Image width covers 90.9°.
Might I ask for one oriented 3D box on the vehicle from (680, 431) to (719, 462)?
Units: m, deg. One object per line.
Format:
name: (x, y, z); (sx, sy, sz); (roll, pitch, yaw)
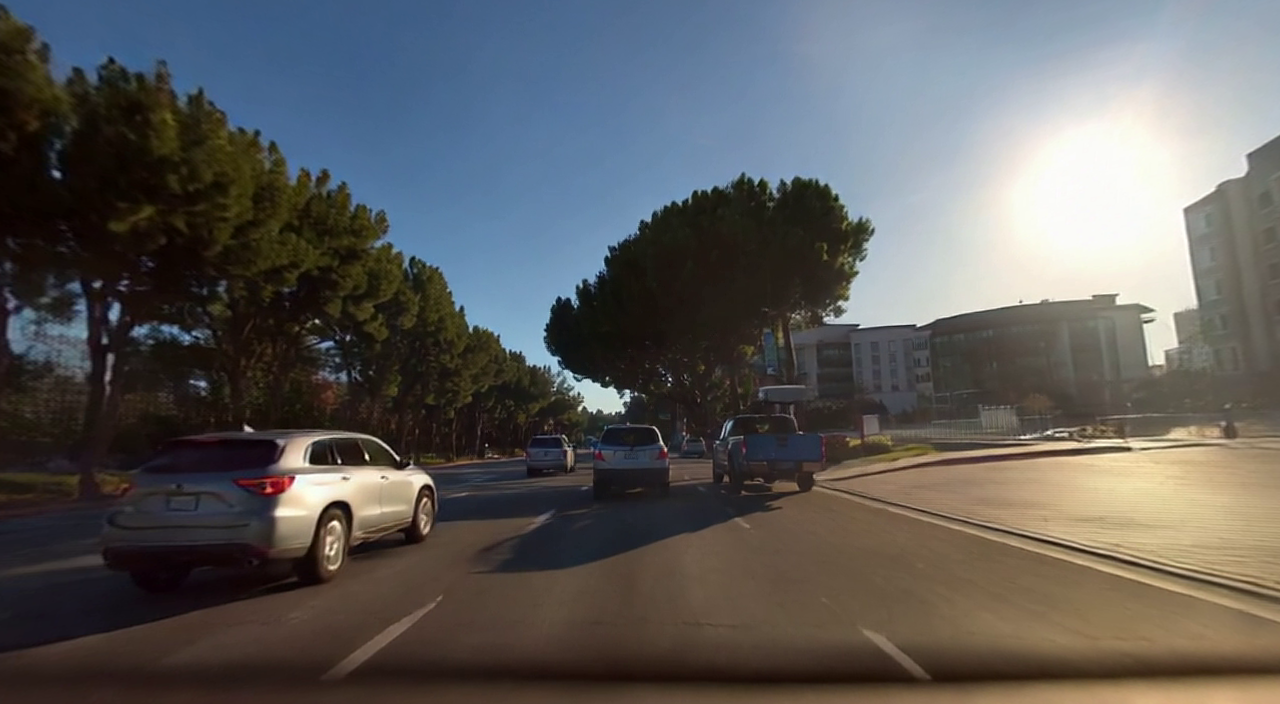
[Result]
vehicle: (4.002, 6.476, 43.210); (2.183, 1.948, 4.633); (0, -9, -1)

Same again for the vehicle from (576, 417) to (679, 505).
vehicle: (-0.225, 2.515, 14.873); (2.075, 1.770, 4.018); (0, -9, 1)

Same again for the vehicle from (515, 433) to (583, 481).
vehicle: (-3.302, 3.899, 23.588); (1.894, 1.642, 3.861); (0, -9, 1)

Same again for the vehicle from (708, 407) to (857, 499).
vehicle: (3.544, 2.731, 17.317); (2.655, 2.054, 6.098); (0, -9, 0)

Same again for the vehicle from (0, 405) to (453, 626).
vehicle: (-3.840, 1.560, 7.058); (1.959, 1.614, 4.676); (0, -9, 1)
